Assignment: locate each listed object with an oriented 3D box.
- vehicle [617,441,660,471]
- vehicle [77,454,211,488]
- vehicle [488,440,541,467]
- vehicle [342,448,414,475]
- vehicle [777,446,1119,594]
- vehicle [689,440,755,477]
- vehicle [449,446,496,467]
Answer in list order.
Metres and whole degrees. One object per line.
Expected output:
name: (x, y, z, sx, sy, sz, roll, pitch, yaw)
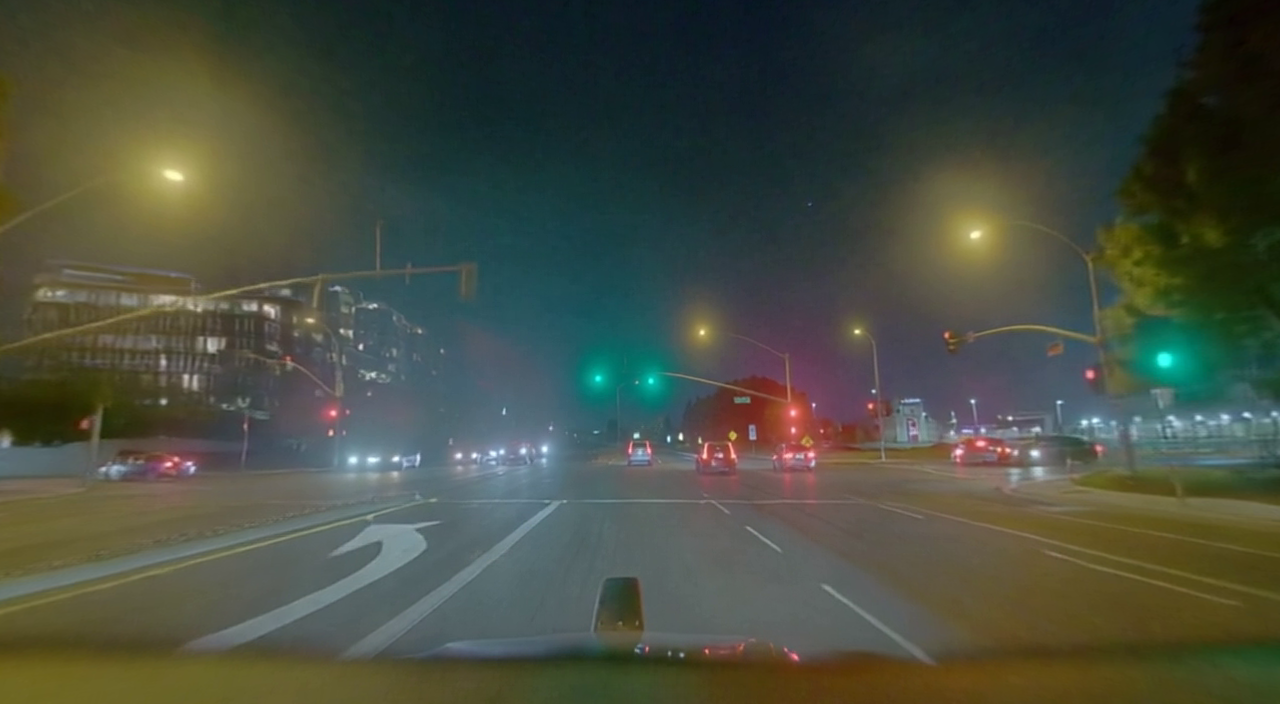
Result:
vehicle: (-0.095, 5.468, 33.361, 2.143, 1.480, 4.006, 0, -8, 0)
vehicle: (-23.565, 5.638, 30.143, 4.751, 1.501, 2.147, -1, -8, 5)
vehicle: (-8.494, 6.919, 43.223, 2.590, 1.769, 4.827, 0, -8, 0)
vehicle: (-15.310, 6.402, 37.188, 2.144, 1.463, 4.701, 0, -8, 1)
vehicle: (3.308, 1.868, 8.028, 2.080, 1.321, 4.382, 0, -8, -1)
vehicle: (3.585, 4.761, 28.484, 2.226, 1.490, 4.593, 0, -8, -2)
vehicle: (-12.219, 7.638, 46.385, 2.181, 1.440, 4.253, 0, -8, 1)
